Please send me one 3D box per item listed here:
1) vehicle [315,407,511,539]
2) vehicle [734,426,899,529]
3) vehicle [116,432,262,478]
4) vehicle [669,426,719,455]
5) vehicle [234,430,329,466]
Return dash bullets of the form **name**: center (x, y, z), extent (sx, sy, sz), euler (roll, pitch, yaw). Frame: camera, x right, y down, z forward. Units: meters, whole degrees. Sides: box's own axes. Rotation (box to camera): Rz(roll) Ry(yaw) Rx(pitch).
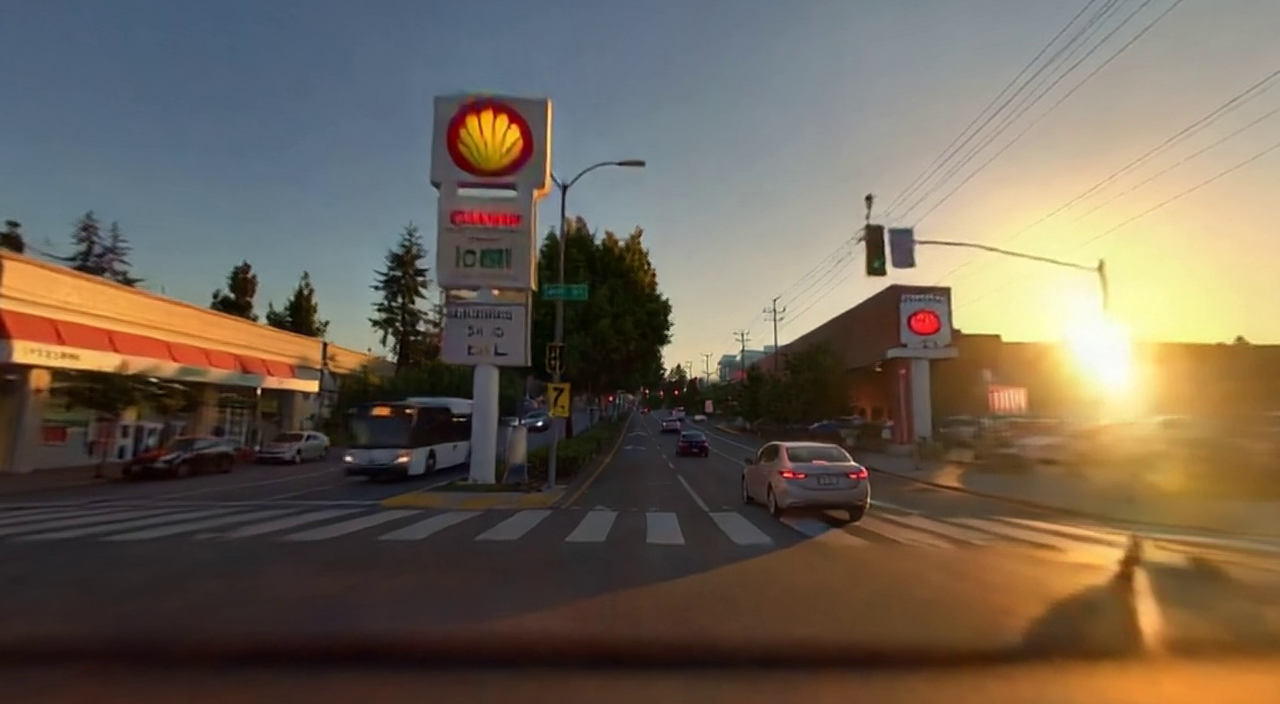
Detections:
- **vehicle**: center (-3.696, 2.176, 11.349), extent (2.189, 1.836, 4.693), euler (0, -12, -6)
- **vehicle**: center (3.251, 2.385, 12.605), extent (1.999, 1.679, 4.217), euler (0, -8, -1)
- **vehicle**: center (-17.795, 4.084, 25.239), extent (1.956, 1.634, 5.000), euler (0, -8, 3)
- **vehicle**: center (2.909, 4.917, 34.952), extent (2.282, 1.458, 4.362), euler (0, -8, -1)
- **vehicle**: center (-17.968, 4.807, 31.808), extent (2.079, 1.672, 4.333), euler (0, -8, 2)
